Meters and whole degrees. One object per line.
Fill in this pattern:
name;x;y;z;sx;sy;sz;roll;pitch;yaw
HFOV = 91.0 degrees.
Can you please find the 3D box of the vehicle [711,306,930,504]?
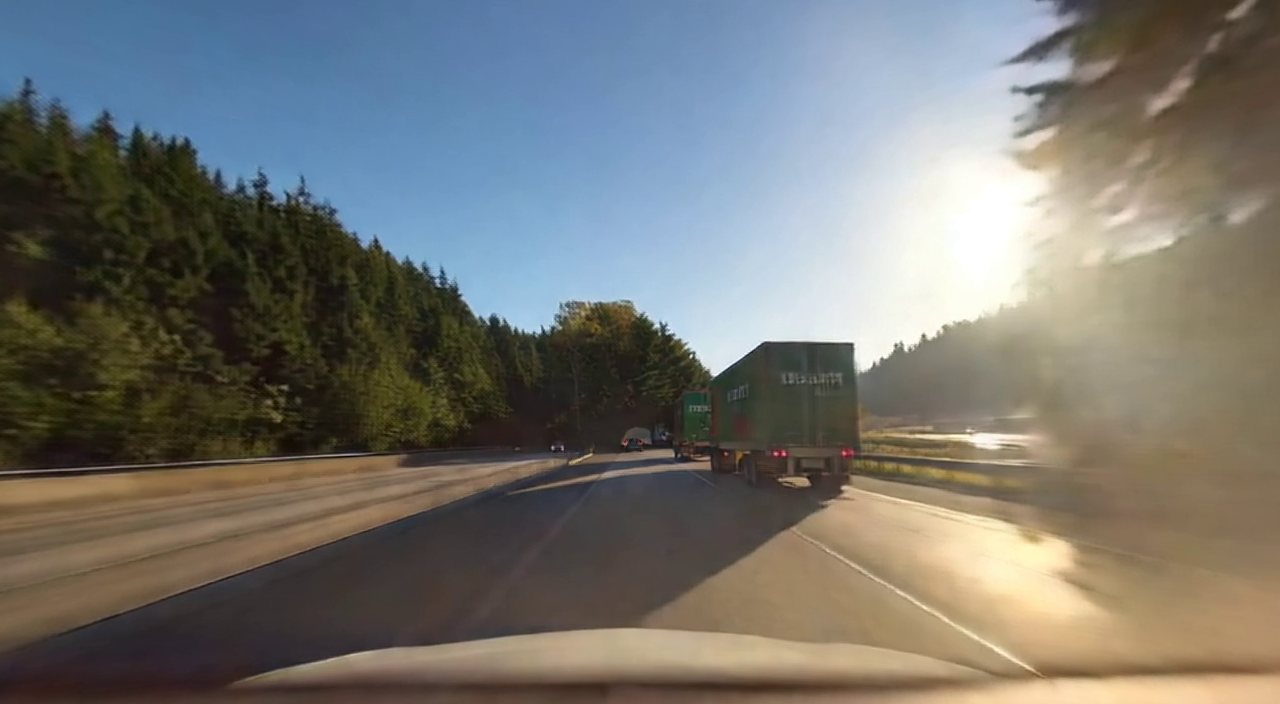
vehicle;3.973;1.572;16.470;3.006;3.850;8.310;0;-8;-1
